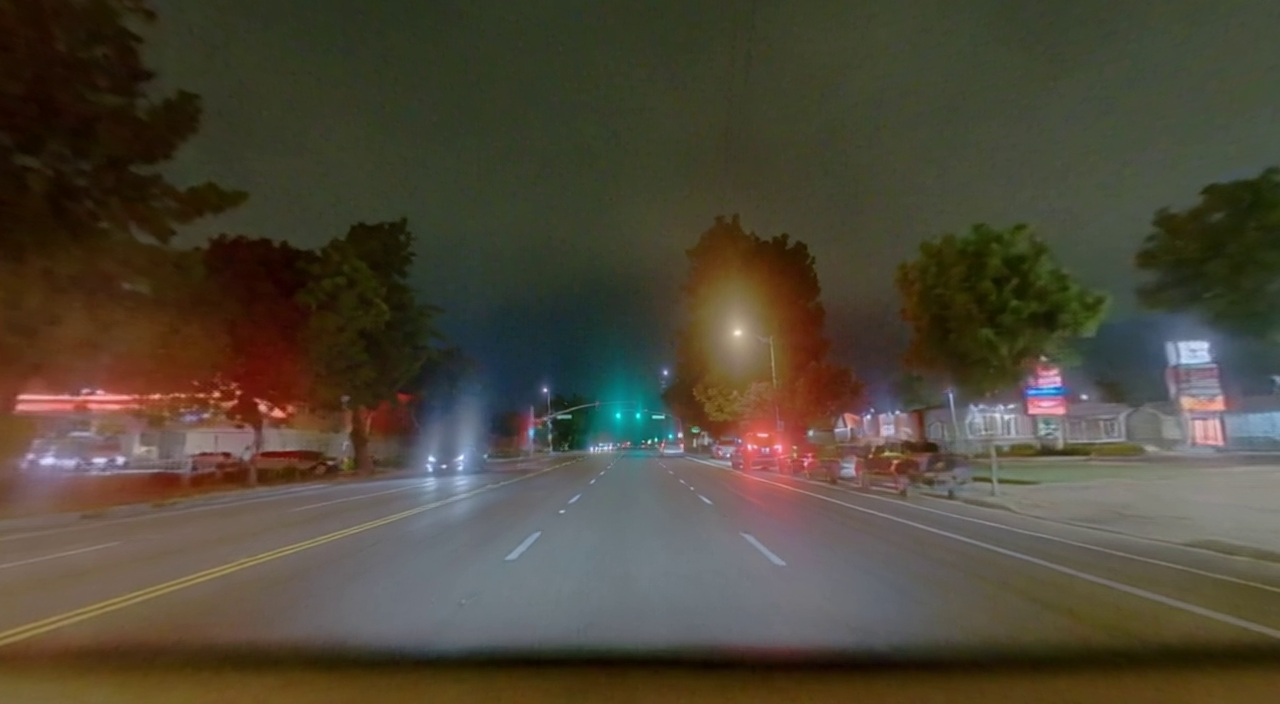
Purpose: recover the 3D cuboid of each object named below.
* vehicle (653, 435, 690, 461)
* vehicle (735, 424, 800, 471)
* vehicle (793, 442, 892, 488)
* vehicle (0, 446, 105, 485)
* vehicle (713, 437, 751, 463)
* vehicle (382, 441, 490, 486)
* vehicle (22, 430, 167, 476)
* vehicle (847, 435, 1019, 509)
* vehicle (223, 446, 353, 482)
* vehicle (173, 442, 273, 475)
[{"bbox_3d":[2.237,7.026,46.277,2.293,1.814,4.589,0,-8,-3],"label":"vehicle"},{"bbox_3d":[7.115,5.413,36.103,2.323,2.433,5.901,0,-8,-1],"label":"vehicle"},{"bbox_3d":[7.161,4.017,22.934,1.862,1.464,4.892,0,-8,-1],"label":"vehicle"},{"bbox_3d":[-25.314,4.632,26.010,1.893,1.477,4.621,-3,-9,15],"label":"vehicle"},{"bbox_3d":[7.017,7.536,48.755,2.088,1.848,4.936,0,-9,-2],"label":"vehicle"},{"bbox_3d":[-8.041,4.280,24.681,2.165,1.567,4.700,7,-11,-43],"label":"vehicle"},{"bbox_3d":[-35.054,6.593,40.982,2.637,2.648,6.556,-4,-10,14],"label":"vehicle"},{"bbox_3d":[7.393,3.048,16.685,1.951,1.601,5.147,0,-8,-2],"label":"vehicle"},{"bbox_3d":[-15.405,4.891,27.788,4.635,1.457,2.060,-2,-8,10],"label":"vehicle"},{"bbox_3d":[-24.750,6.395,37.741,1.980,1.780,4.859,-4,-11,12],"label":"vehicle"}]
